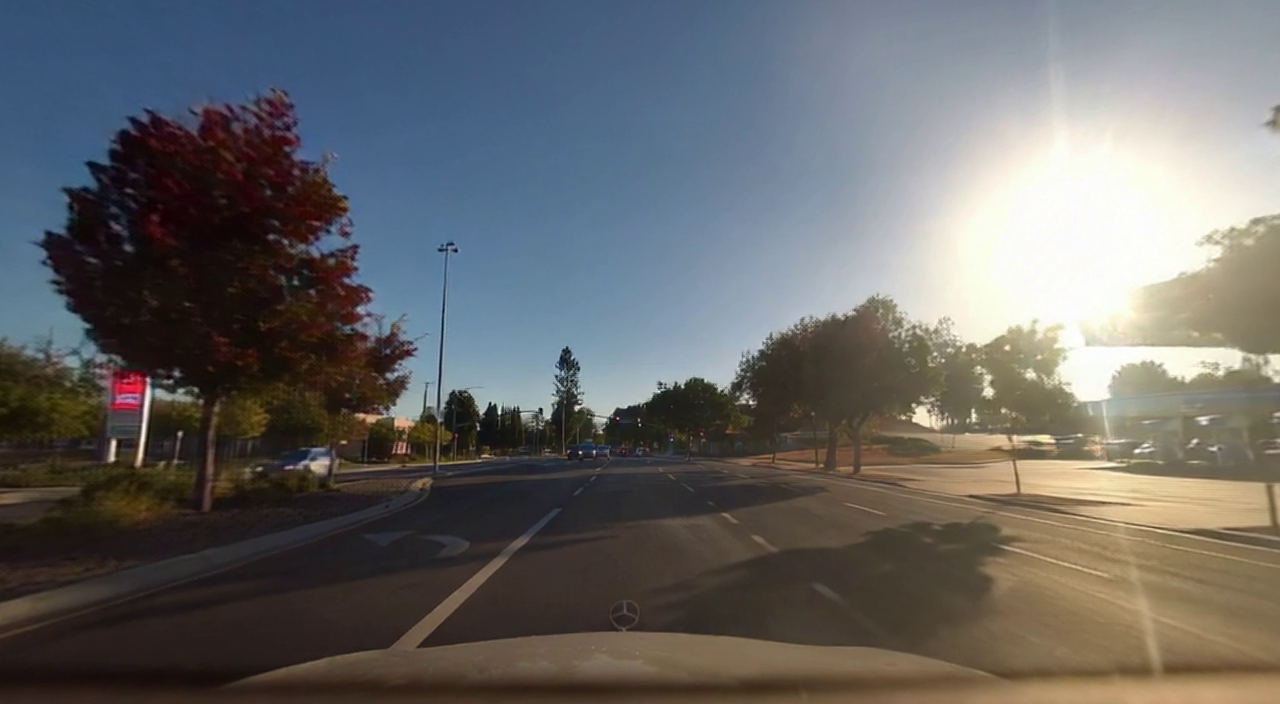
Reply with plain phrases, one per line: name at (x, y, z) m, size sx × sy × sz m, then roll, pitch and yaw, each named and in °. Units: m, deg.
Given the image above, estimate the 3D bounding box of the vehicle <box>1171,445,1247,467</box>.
vehicle at (38.934, 7.117, 43.354) m, size 1.653 × 1.421 × 3.632 m, roll 0°, pitch -9°, yaw -4°

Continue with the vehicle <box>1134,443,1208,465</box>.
vehicle at (36.631, 7.020, 43.685) m, size 1.665 × 1.442 × 3.759 m, roll 0°, pitch -8°, yaw -4°

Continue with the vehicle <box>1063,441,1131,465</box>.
vehicle at (30.967, 6.884, 42.944) m, size 1.591 × 1.491 × 4.005 m, roll -2°, pitch -9°, yaw 1°

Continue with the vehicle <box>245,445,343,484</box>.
vehicle at (-15.652, 5.065, 28.897) m, size 1.916 × 1.620 × 4.408 m, roll 0°, pitch -8°, yaw 1°
